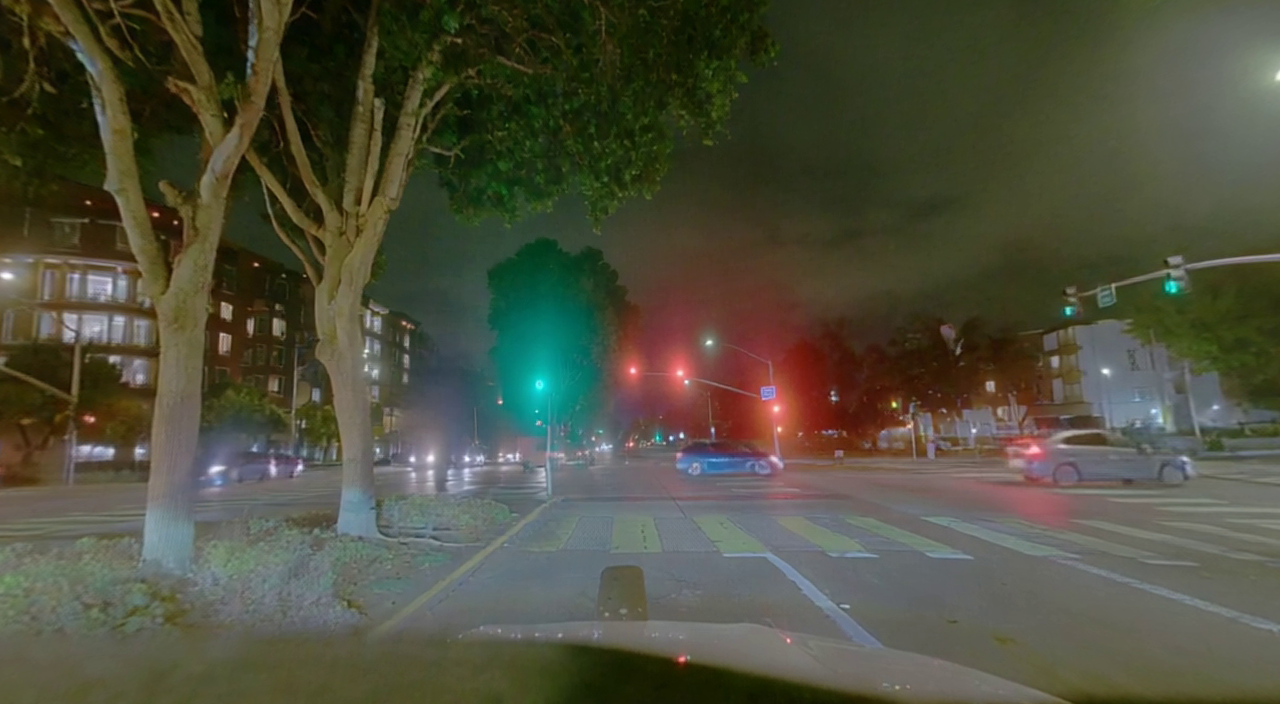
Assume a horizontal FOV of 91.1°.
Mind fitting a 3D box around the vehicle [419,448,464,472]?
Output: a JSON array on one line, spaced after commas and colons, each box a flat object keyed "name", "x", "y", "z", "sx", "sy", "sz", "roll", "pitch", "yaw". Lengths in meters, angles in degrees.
[{"name": "vehicle", "x": -11.606, "y": 6.302, "z": 36.970, "sx": 1.921, "sy": 1.304, "sz": 4.050, "roll": 1, "pitch": -8, "yaw": -9}]

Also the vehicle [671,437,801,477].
[{"name": "vehicle", "x": 3.924, "y": 4.335, "z": 26.177, "sx": 5.017, "sy": 1.515, "sz": 2.006, "roll": -7, "pitch": -11, "yaw": 38}]

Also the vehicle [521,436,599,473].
[{"name": "vehicle", "x": -4.436, "y": 5.495, "z": 33.988, "sx": 2.276, "sy": 1.842, "sz": 4.958, "roll": 5, "pitch": -10, "yaw": -32}]

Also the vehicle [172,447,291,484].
[{"name": "vehicle", "x": -18.204, "y": 5.053, "z": 28.308, "sx": 2.203, "sy": 1.471, "sz": 4.723, "roll": 0, "pitch": -8, "yaw": -1}]

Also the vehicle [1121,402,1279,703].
[{"name": "vehicle", "x": 3.086, "y": 0.659, "z": 0.422, "sx": 1.990, "sy": 1.454, "sz": 4.490, "roll": 0, "pitch": -8, "yaw": 1}]
